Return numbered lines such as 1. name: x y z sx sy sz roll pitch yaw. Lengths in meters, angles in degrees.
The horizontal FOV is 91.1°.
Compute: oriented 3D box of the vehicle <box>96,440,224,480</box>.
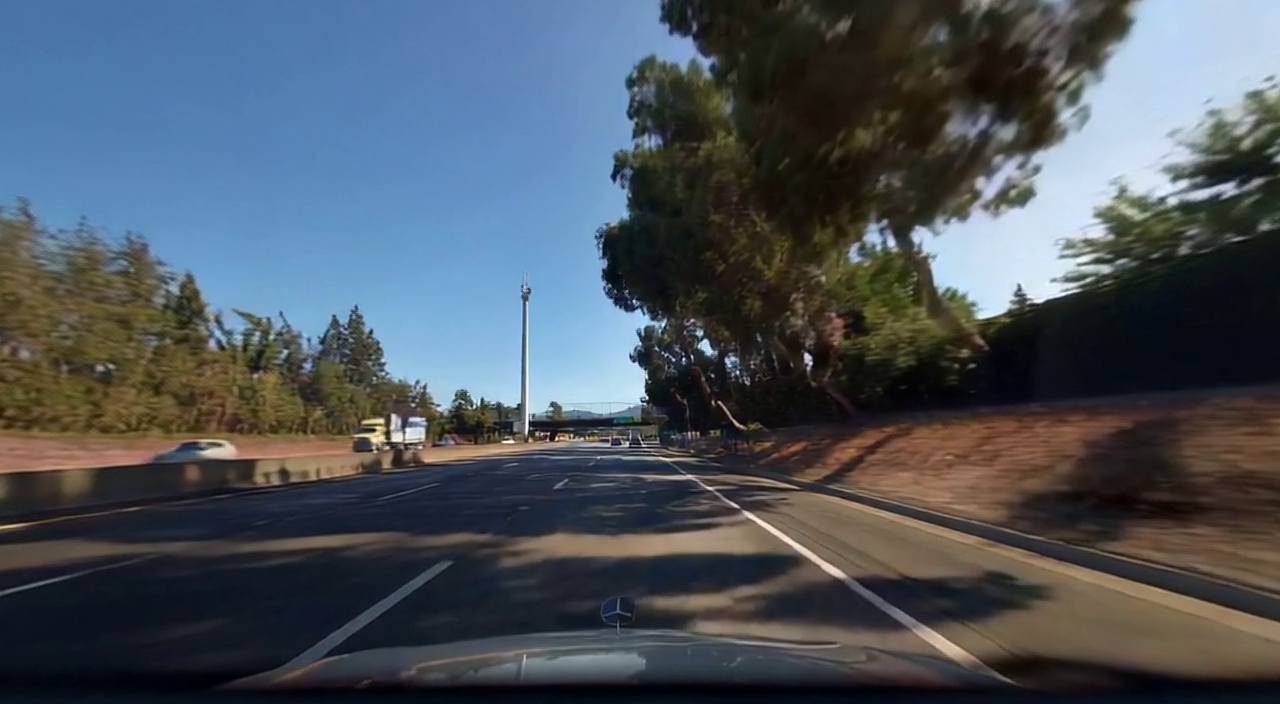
1. vehicle: -20.583 4.613 27.255 1.903 1.517 4.590 0 -8 0
